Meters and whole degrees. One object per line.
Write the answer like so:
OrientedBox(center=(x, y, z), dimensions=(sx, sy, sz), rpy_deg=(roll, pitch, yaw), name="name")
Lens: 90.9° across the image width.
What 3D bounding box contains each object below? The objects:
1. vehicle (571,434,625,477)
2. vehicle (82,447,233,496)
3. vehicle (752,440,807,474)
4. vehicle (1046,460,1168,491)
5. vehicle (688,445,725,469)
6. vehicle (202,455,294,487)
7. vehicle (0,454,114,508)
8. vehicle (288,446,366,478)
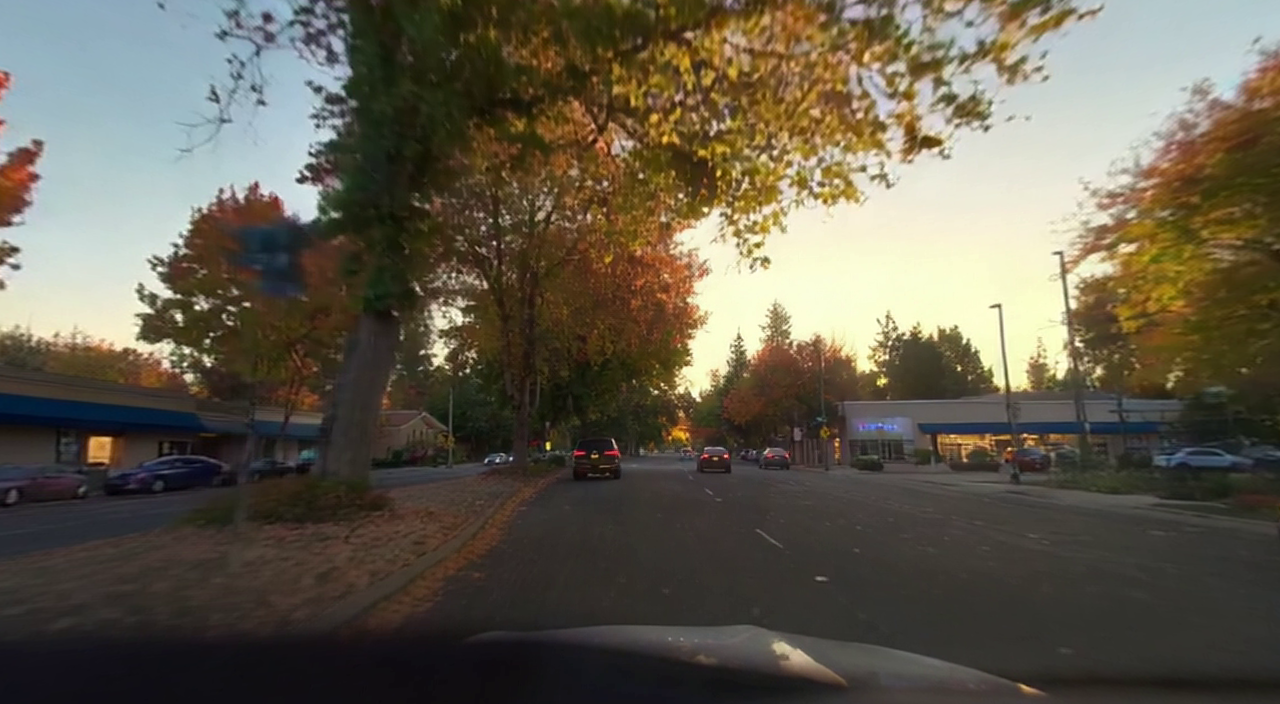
OrientedBox(center=(-1.981, 4.831, 29.738), dimensions=(2.344, 1.863, 4.665), rpy_deg=(1, -8, -4), name="vehicle")
OrientedBox(center=(-19.127, 4.696, 25.377), dimensions=(2.137, 1.723, 4.850), rpy_deg=(0, -8, 1), name="vehicle")
OrientedBox(center=(7.784, 5.897, 35.657), dimensions=(2.040, 1.738, 4.414), rpy_deg=(0, -8, 0), name="vehicle")
OrientedBox(center=(28.035, 7.409, 38.001), dimensions=(5.680, 1.772, 2.071), rpy_deg=(0, -8, -2), name="vehicle")
OrientedBox(center=(4.222, 6.721, 40.650), dimensions=(1.886, 1.464, 4.290), rpy_deg=(0, -8, 0), name="vehicle")
OrientedBox(center=(-18.874, 5.733, 30.620), dimensions=(1.737, 1.349, 4.014), rpy_deg=(0, -8, 3), name="vehicle")
OrientedBox(center=(-19.228, 3.934, 19.514), dimensions=(1.985, 1.463, 4.603), rpy_deg=(0, -8, -1), name="vehicle")
OrientedBox(center=(-18.894, 6.611, 38.374), dimensions=(1.914, 1.785, 5.408), rpy_deg=(0, -8, 1), name="vehicle")
